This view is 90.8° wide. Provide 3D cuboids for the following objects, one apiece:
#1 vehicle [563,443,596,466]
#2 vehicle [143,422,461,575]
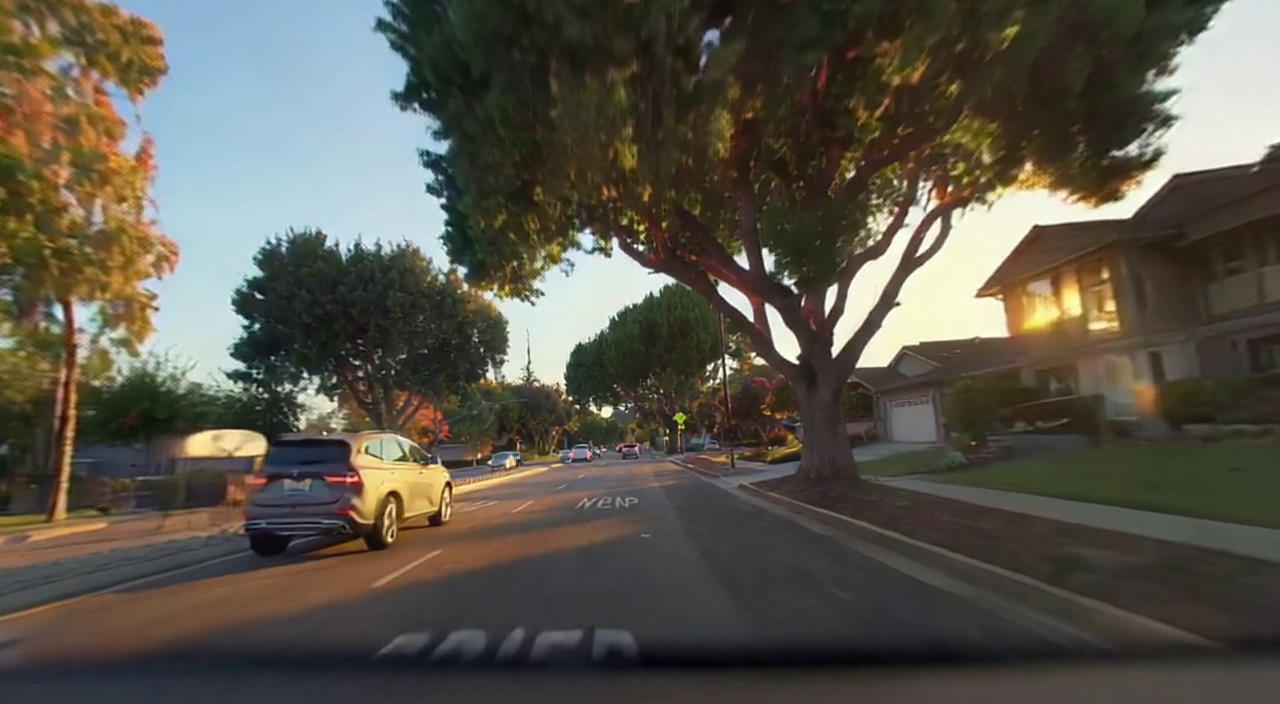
[{"bbox_3d":[-4.642,7.964,49.228,2.065,1.714,4.272,0,-9,1],"label":"vehicle"},{"bbox_3d":[-4.486,2.005,9.516,2.169,1.706,4.638,0,-9,1],"label":"vehicle"}]
